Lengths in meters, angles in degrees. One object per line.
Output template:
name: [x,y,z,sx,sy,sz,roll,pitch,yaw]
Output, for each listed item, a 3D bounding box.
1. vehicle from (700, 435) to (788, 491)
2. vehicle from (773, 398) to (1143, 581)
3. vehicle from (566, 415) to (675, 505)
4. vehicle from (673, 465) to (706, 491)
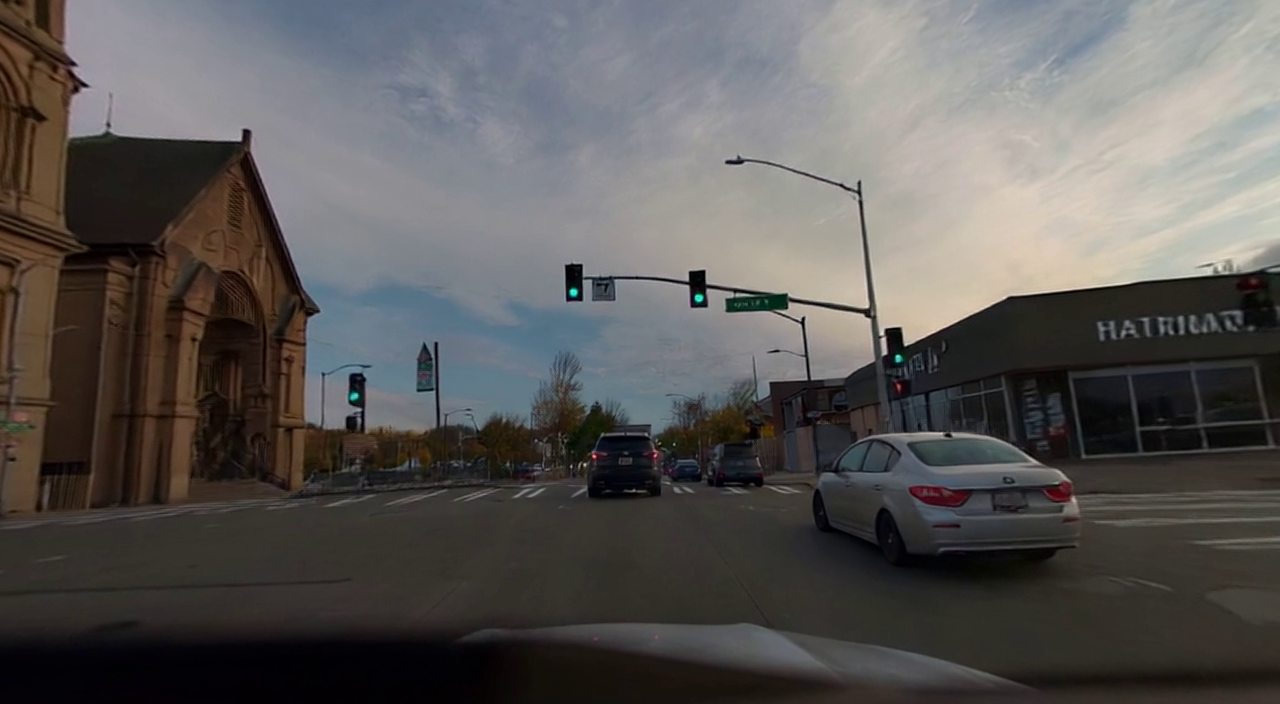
vehicle: [3.013,3.303,19.169,1.890,1.491,4.166,0,-8,-1]
vehicle: [3.094,1.446,7.463,1.883,1.472,4.471,0,-8,-3]
vehicle: [-0.443,2.454,14.758,2.168,1.776,4.135,0,-8,-2]
vehicle: [3.740,9.284,46.785,2.027,1.771,4.470,-2,-10,9]
